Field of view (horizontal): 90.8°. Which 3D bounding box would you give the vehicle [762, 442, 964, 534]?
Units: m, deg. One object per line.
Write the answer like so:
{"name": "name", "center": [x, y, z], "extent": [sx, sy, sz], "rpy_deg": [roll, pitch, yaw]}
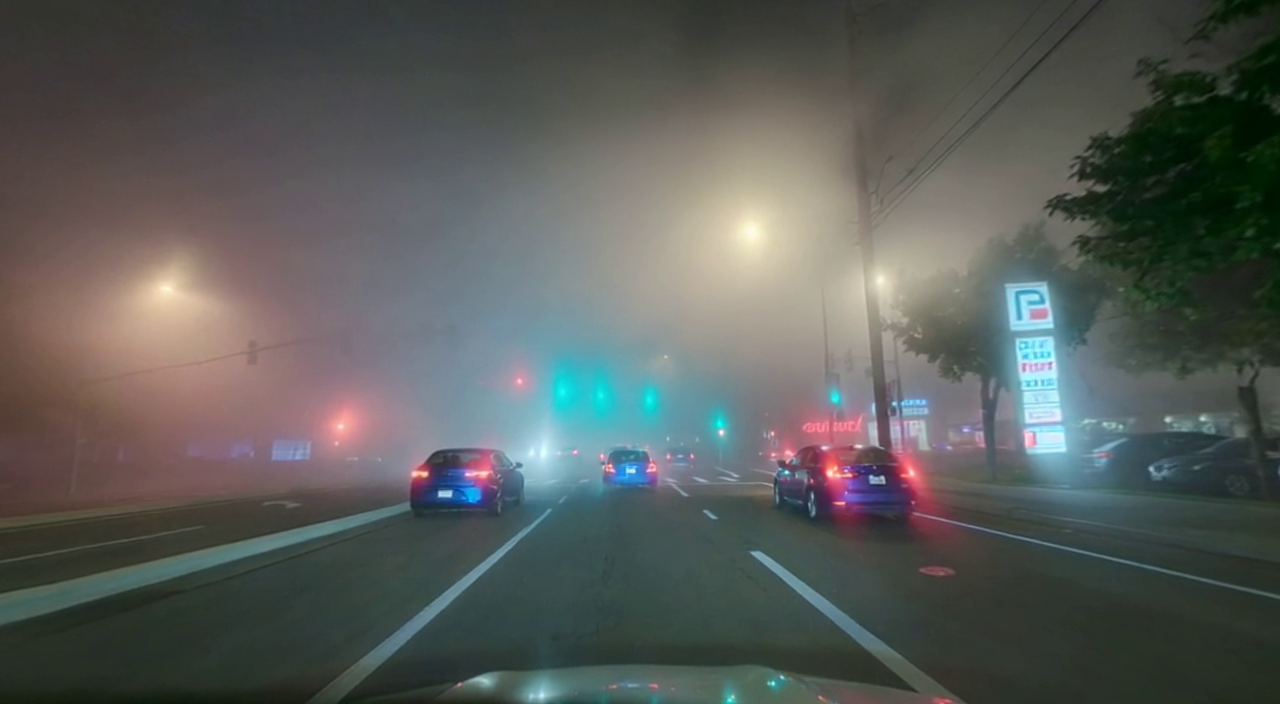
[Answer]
{"name": "vehicle", "center": [4.122, 2.585, 12.789], "extent": [2.119, 1.479, 4.910], "rpy_deg": [0, -9, -2]}

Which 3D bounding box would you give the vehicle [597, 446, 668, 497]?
{"name": "vehicle", "center": [-0.291, 3.805, 20.612], "extent": [2.072, 1.473, 4.139], "rpy_deg": [0, -9, -2]}

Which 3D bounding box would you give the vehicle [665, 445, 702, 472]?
{"name": "vehicle", "center": [2.822, 7.038, 42.096], "extent": [1.986, 1.660, 4.006], "rpy_deg": [0, -9, -3]}

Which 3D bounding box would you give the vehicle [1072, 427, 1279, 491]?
{"name": "vehicle", "center": [15.815, 3.067, 18.346], "extent": [4.941, 1.697, 2.128], "rpy_deg": [0, -9, -2]}

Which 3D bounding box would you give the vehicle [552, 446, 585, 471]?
{"name": "vehicle", "center": [-4.914, 7.345, 43.853], "extent": [1.932, 1.606, 4.157], "rpy_deg": [0, -9, -1]}

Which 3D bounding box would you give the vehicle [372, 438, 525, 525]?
{"name": "vehicle", "center": [-3.941, 2.730, 13.989], "extent": [2.035, 1.564, 4.702], "rpy_deg": [0, -9, -1]}
